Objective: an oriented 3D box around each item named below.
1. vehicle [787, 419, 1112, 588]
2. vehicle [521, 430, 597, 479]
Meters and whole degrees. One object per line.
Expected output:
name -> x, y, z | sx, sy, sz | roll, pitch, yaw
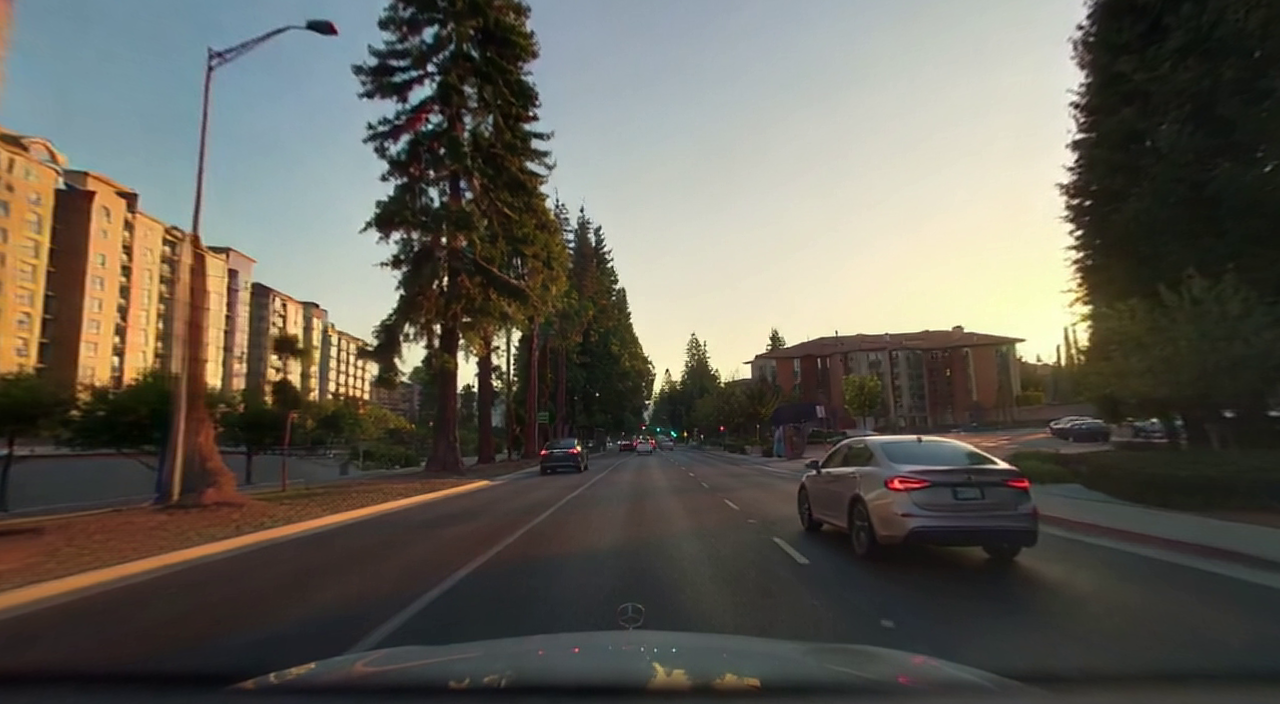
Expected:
vehicle -> 3.354, 1.710, 8.009 | 1.945, 1.530, 4.320 | 0, -8, 0
vehicle -> -3.218, 4.201, 26.177 | 2.216, 1.828, 4.886 | -1, -8, 3
